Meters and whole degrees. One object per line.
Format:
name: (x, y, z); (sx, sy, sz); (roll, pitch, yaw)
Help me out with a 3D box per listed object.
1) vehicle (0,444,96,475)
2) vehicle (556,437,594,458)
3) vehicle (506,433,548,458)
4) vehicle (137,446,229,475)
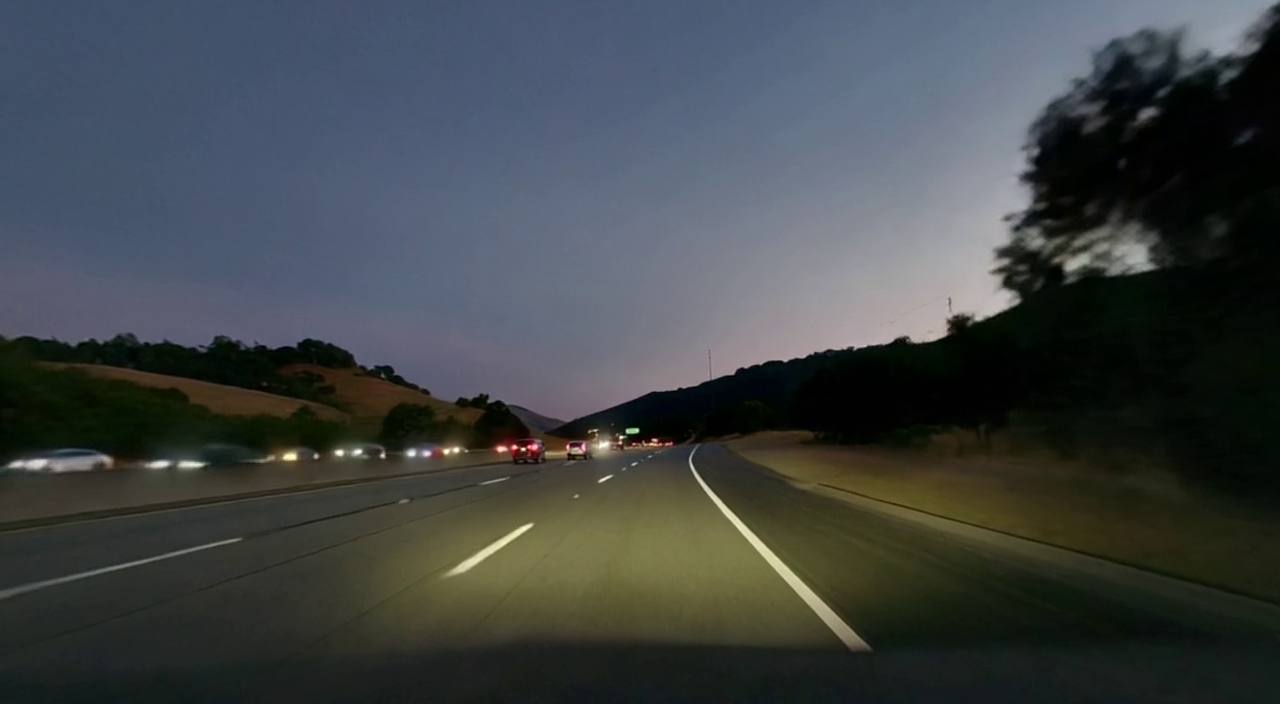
vehicle: (-33.577, 5.933, 34.890); (1.944, 1.574, 4.976); (-1, -8, 6)
vehicle: (-4.912, 7.306, 48.097); (2.010, 1.489, 4.456); (0, -8, 5)
vehicle: (-8.563, 7.137, 47.894); (2.063, 1.743, 4.392); (0, -8, 5)
vehicle: (-24.156, 5.710, 33.347); (1.822, 1.428, 3.779); (-1, -8, 5)
